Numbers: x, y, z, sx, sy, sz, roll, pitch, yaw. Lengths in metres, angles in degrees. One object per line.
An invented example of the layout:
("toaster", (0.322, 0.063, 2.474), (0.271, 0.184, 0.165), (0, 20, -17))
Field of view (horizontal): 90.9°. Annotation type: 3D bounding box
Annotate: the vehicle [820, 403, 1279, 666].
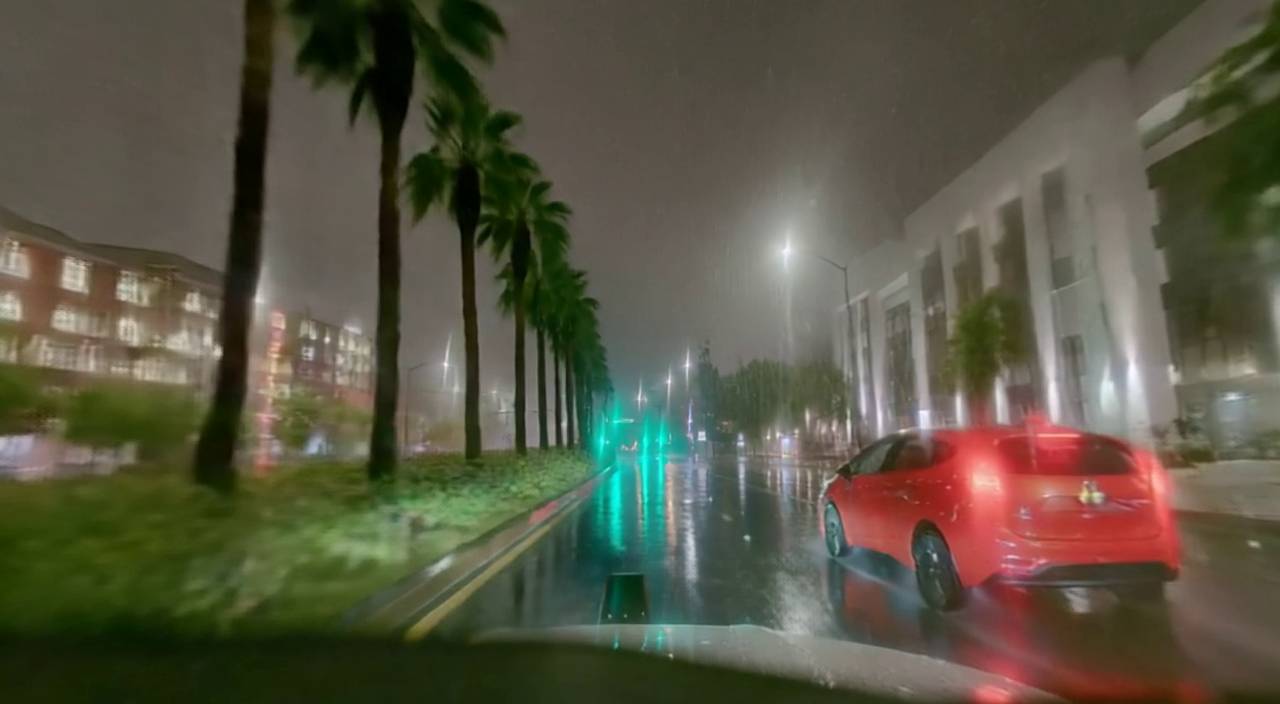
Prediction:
("vehicle", (3.303, 1.394, 5.990), (1.867, 1.554, 4.301), (0, -8, -1))
